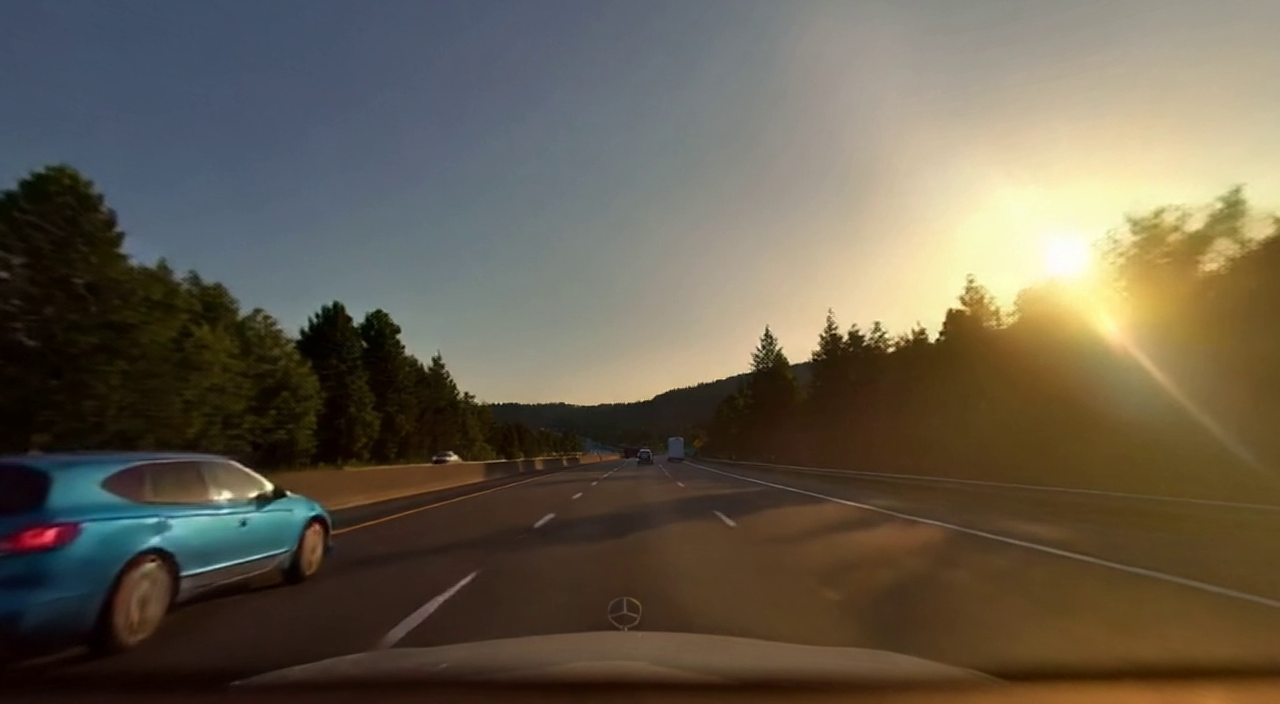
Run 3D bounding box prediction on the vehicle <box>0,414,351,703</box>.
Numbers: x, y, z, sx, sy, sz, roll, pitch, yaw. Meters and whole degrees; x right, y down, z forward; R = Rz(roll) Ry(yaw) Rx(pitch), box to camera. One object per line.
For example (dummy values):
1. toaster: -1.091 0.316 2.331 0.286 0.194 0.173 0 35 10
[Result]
1. vehicle: -4.124 1.354 4.842 1.927 1.530 3.874 -1 -9 0
